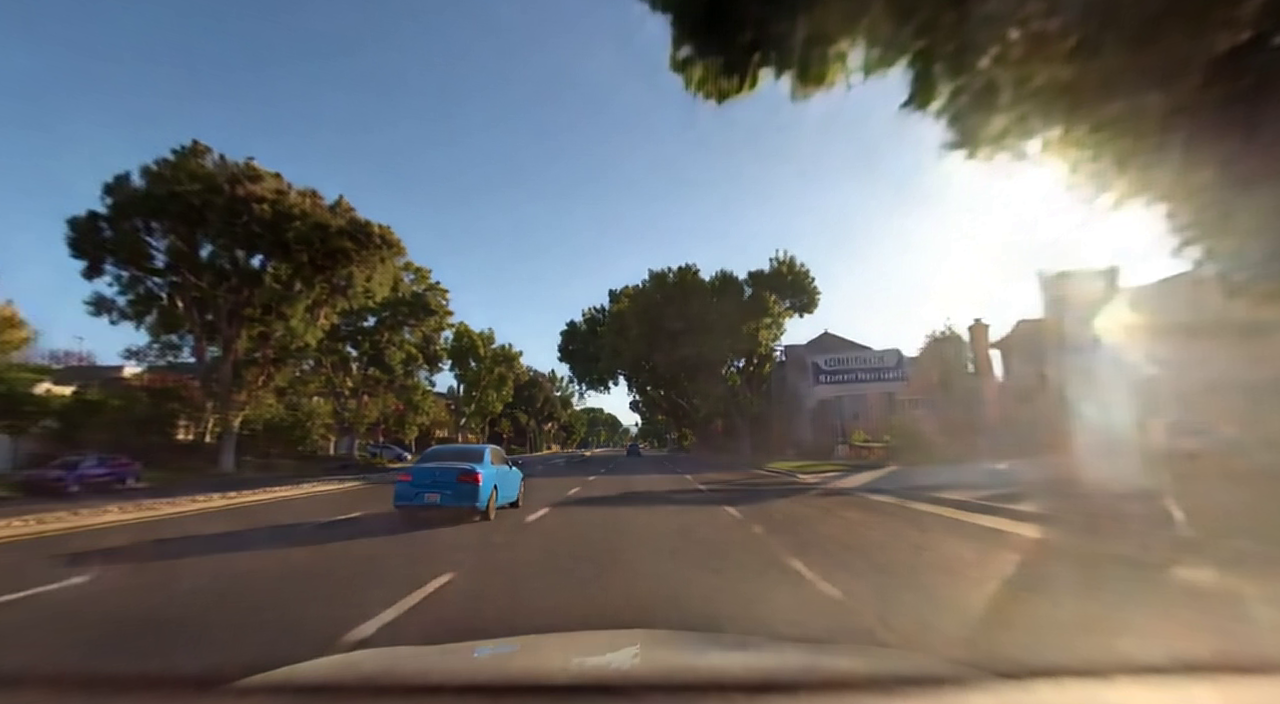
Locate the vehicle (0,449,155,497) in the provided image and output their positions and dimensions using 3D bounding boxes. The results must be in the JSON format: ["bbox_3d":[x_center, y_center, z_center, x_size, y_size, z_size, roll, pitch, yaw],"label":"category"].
[{"bbox_3d":[-22.786,4.835,25.781,2.031,1.699,5.011,0,-8,-1],"label":"vehicle"}]

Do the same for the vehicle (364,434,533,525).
[{"bbox_3d":[-3.484,2.381,12.461,2.005,1.477,4.169,0,-8,0],"label":"vehicle"}]
